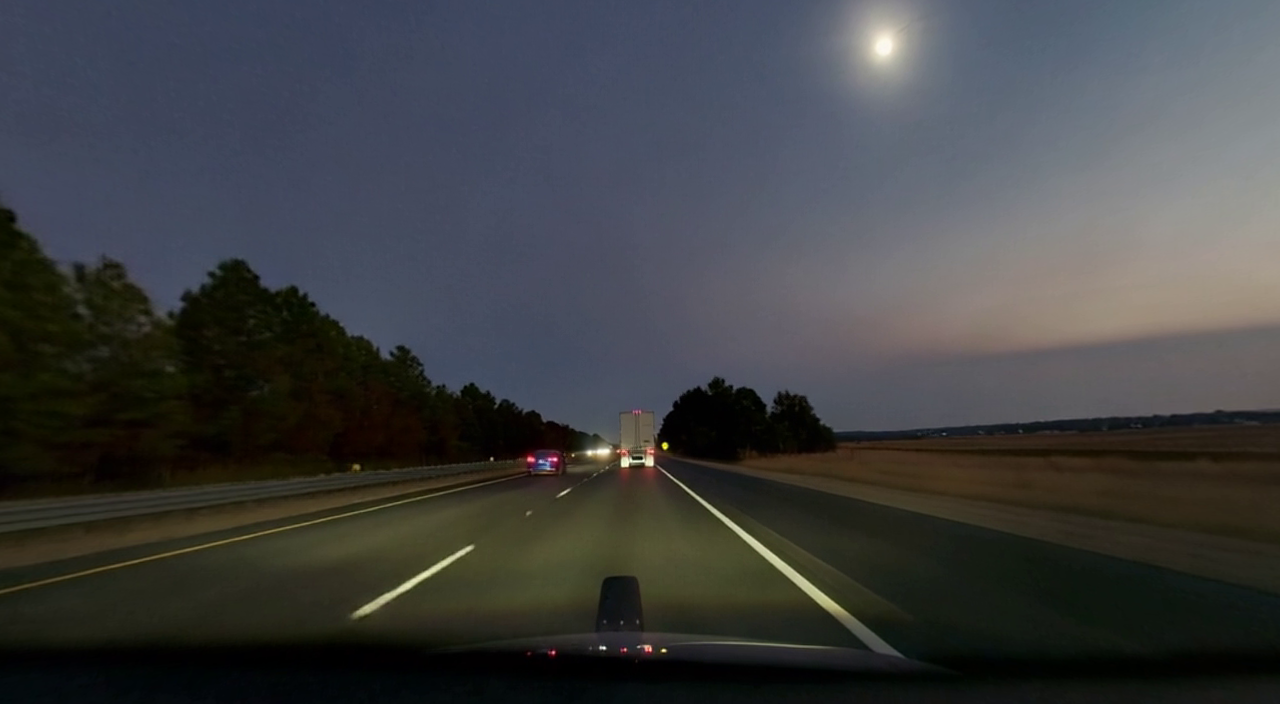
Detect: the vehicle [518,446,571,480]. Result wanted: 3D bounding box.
[{"bbox_3d":[-4.494,5.291,30.302,1.937,1.493,3.779,0,-9,0],"label":"vehicle"}]
